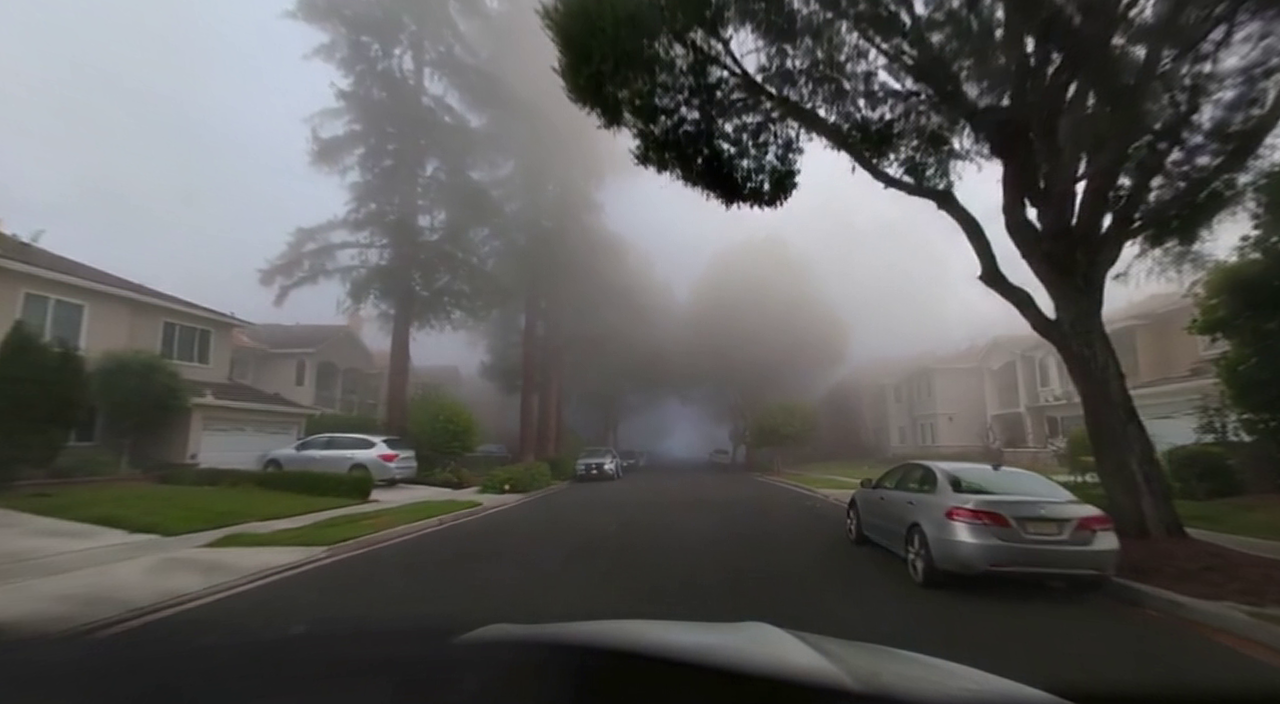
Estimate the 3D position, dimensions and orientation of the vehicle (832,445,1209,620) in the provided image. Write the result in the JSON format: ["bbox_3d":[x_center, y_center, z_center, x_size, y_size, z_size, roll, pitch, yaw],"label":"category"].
[{"bbox_3d":[3.852,1.835,7.555,1.996,1.409,4.446,0,-8,4],"label":"vehicle"}]

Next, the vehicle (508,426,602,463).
[{"bbox_3d":[-6.540,7.247,49.356,6.780,2.770,2.970,-1,-8,5],"label":"vehicle"}]

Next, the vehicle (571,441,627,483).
[{"bbox_3d":[-1.716,4.865,27.949,1.974,1.664,4.539,-1,-9,3],"label":"vehicle"}]

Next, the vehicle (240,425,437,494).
[{"bbox_3d":[-8.235,2.928,17.443,4.480,1.740,1.988,-1,-8,9],"label":"vehicle"}]

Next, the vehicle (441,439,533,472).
[{"bbox_3d":[-8.184,5.572,34.027,4.414,1.658,1.988,0,-8,4],"label":"vehicle"}]
